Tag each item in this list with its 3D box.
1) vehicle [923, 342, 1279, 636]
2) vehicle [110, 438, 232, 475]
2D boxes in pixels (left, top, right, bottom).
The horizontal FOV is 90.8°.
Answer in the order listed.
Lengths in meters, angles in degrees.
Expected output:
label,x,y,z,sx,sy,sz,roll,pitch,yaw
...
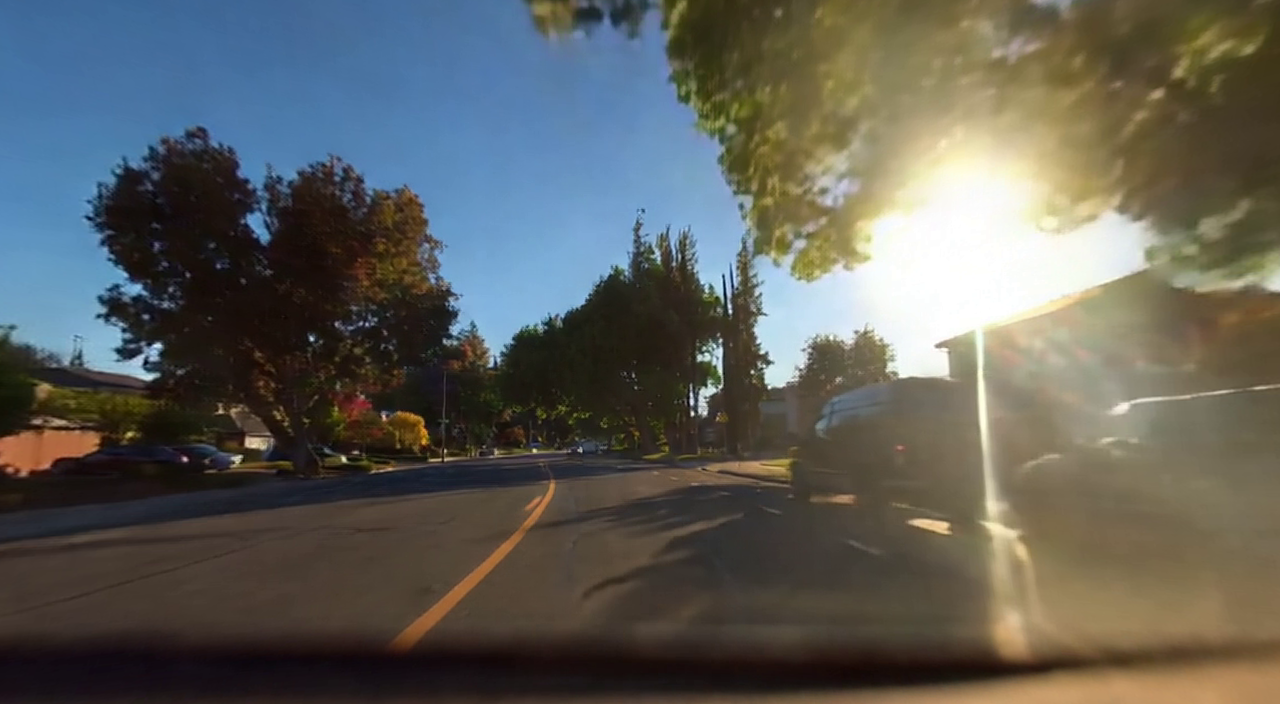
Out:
label,x,y,z,sx,sy,sz,roll,pitch,yaw
vehicle,5.894,1.265,6.593,2.670,2.085,6.775,0,-8,-1
vehicle,-25.998,5.785,35.222,4.975,1.847,2.096,0,-8,-13
